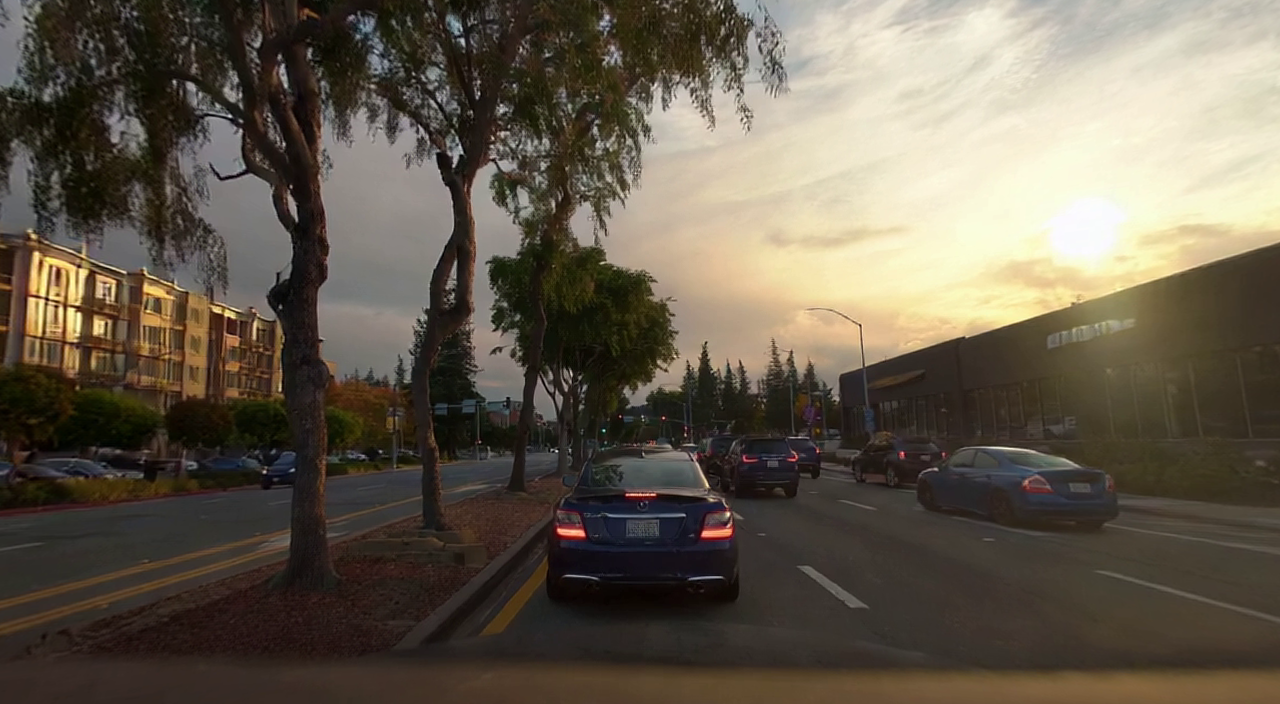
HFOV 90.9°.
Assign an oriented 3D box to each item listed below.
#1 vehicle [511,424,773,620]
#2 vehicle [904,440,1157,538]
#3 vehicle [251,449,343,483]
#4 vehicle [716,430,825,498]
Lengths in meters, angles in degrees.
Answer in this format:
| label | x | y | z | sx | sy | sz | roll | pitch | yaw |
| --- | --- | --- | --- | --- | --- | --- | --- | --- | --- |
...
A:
| label | x | y | z | sx | sy | sz | roll | pitch | yaw |
| --- | --- | --- | --- | --- | --- | --- | --- | --- | --- |
| vehicle | -0.016 | 1.608 | 7.019 | 1.977 | 1.465 | 4.376 | 0 | -8 | -1 |
| vehicle | 6.842 | 2.397 | 11.788 | 1.911 | 1.468 | 4.417 | 0 | -8 | 0 |
| vehicle | -18.817 | 6.196 | 34.551 | 4.428 | 1.743 | 2.163 | -4 | -9 | 27 |
| vehicle | 3.617 | 3.206 | 18.461 | 2.114 | 1.736 | 4.553 | 0 | -8 | -1 |
